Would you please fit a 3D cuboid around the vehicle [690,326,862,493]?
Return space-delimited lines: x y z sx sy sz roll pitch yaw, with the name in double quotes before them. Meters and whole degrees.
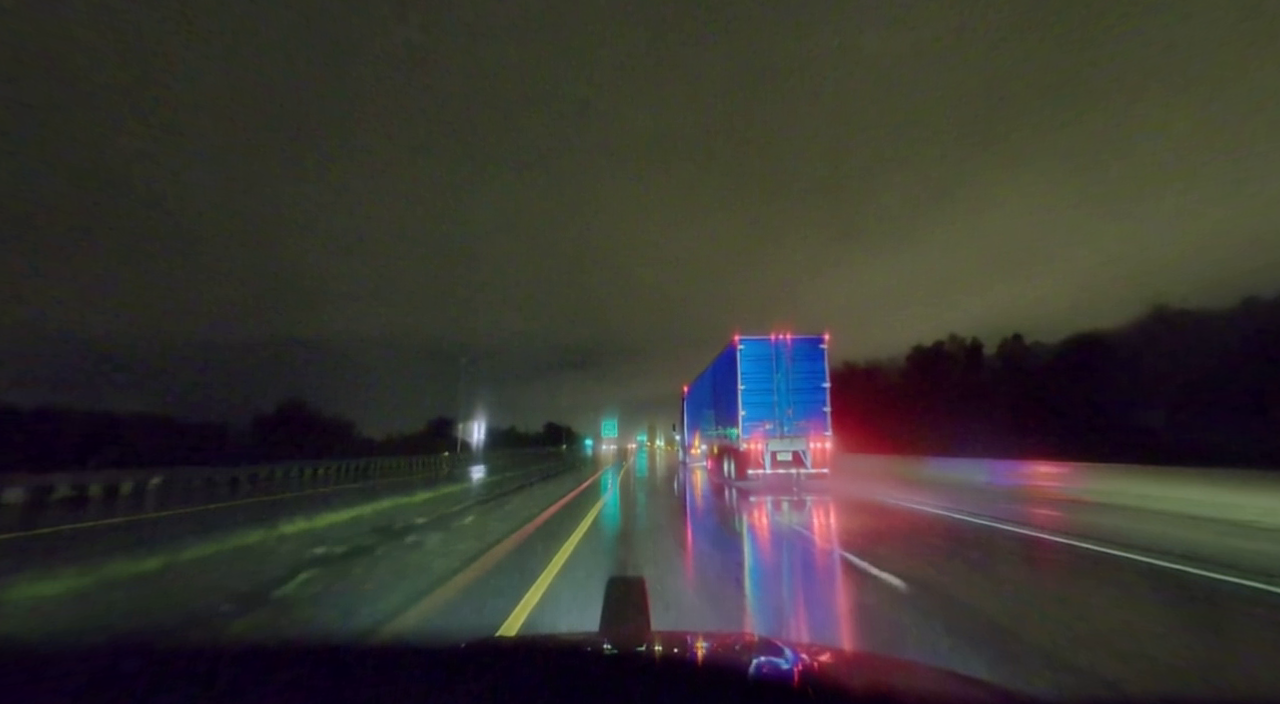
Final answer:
"vehicle" 4.269 2.520 24.115 3.615 4.578 13.539 0 -8 0
